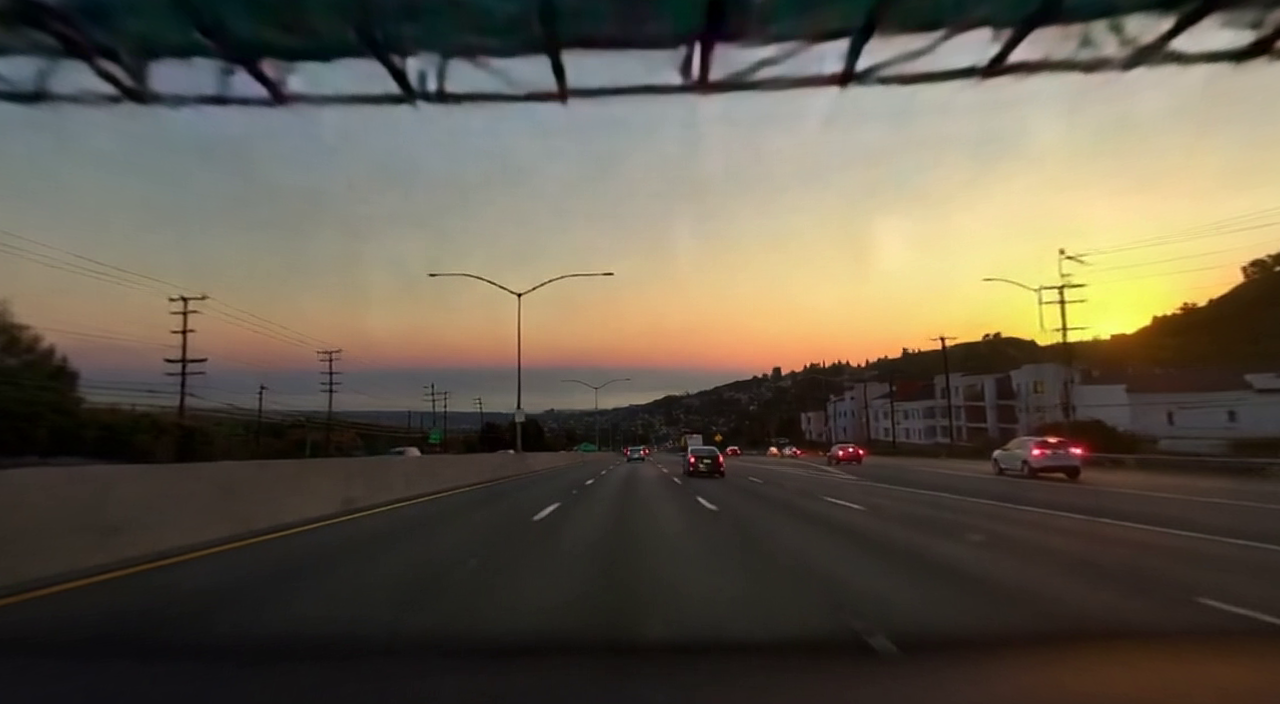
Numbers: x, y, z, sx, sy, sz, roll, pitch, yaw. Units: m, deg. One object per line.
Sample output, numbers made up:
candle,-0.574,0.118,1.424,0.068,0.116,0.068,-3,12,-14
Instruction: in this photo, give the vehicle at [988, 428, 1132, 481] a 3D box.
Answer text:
vehicle,16.973,4.196,26.027,2.190,1.911,5.658,0,-9,3

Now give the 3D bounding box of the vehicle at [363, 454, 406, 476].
vehicle,-16.764,7.413,41.592,1.480,1.376,3.328,-1,-9,0

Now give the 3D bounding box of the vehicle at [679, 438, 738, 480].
vehicle,2.877,4.646,27.614,1.997,1.638,4.281,0,-9,-2

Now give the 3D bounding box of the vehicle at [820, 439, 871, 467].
vehicle,14.021,6.937,43.468,2.070,1.782,5.006,-1,-9,3
